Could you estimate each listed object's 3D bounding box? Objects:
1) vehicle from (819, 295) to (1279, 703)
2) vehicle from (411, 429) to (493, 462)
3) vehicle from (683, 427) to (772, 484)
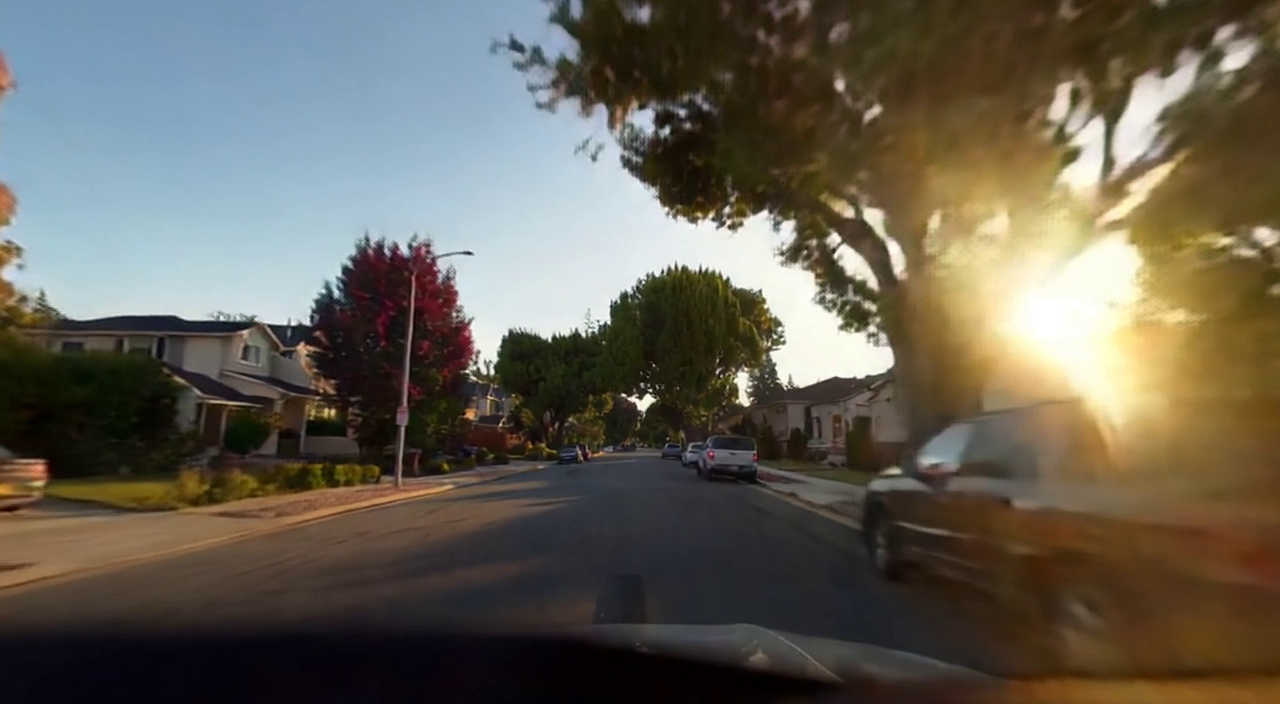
[{"bbox_3d":[3.465,1.134,4.824,2.370,1.905,6.081,0,-8,0],"label":"vehicle"},{"bbox_3d":[-13.177,6.570,44.337,4.837,1.897,2.228,4,-8,5],"label":"vehicle"},{"bbox_3d":[3.711,4.623,28.515,2.952,2.216,7.033,0,-8,0],"label":"vehicle"}]
